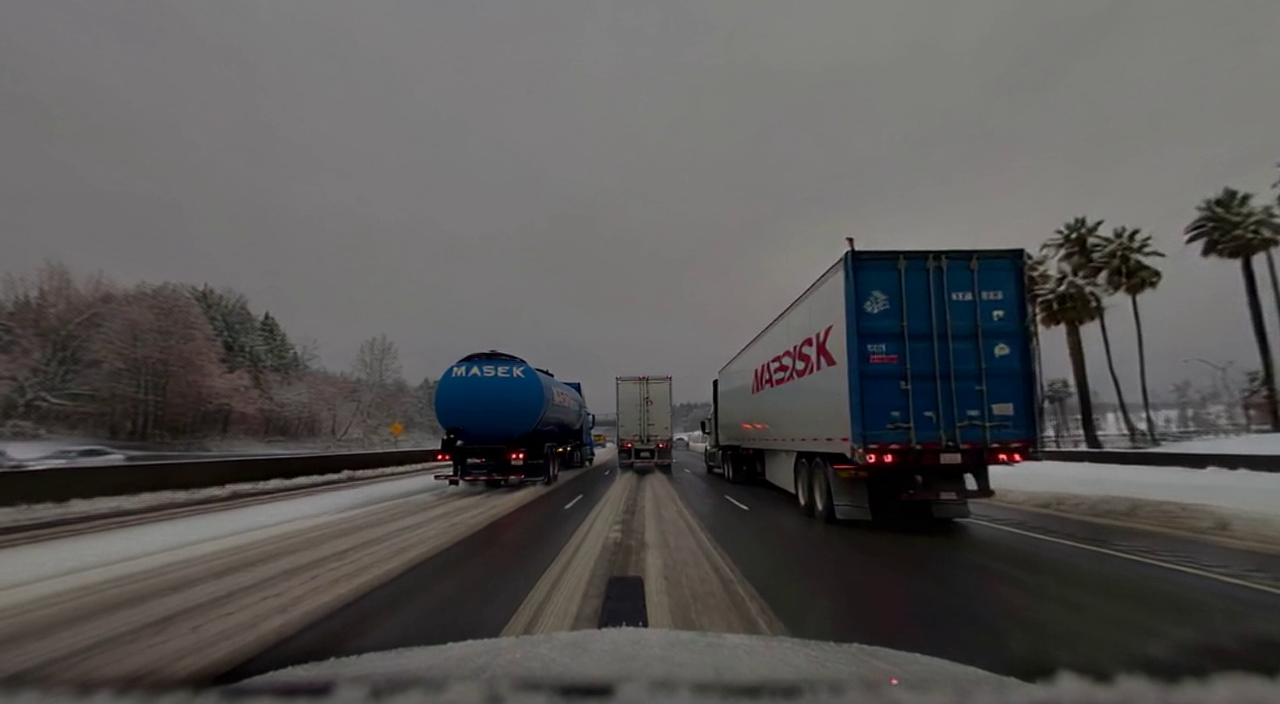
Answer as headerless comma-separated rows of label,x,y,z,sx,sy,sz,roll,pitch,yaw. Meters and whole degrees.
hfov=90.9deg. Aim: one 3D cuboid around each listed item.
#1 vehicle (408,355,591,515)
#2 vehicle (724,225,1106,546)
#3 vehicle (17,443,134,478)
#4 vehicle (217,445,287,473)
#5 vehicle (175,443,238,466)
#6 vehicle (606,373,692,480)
vehicle,-3.270,2.468,18.370,2.786,3.228,11.082,0,-8,0
vehicle,4.450,1.410,15.420,2.887,4.178,14.553,0,-8,0
vehicle,-31.118,5.970,34.997,2.155,1.780,4.716,0,-8,-1
vehicle,-20.114,5.511,32.828,1.457,1.354,3.284,0,-8,2
vehicle,-27.353,6.487,39.906,1.523,1.373,3.357,0,-8,1
vehicle,0.399,4.033,32.064,3.097,3.856,18.209,0,-8,0
